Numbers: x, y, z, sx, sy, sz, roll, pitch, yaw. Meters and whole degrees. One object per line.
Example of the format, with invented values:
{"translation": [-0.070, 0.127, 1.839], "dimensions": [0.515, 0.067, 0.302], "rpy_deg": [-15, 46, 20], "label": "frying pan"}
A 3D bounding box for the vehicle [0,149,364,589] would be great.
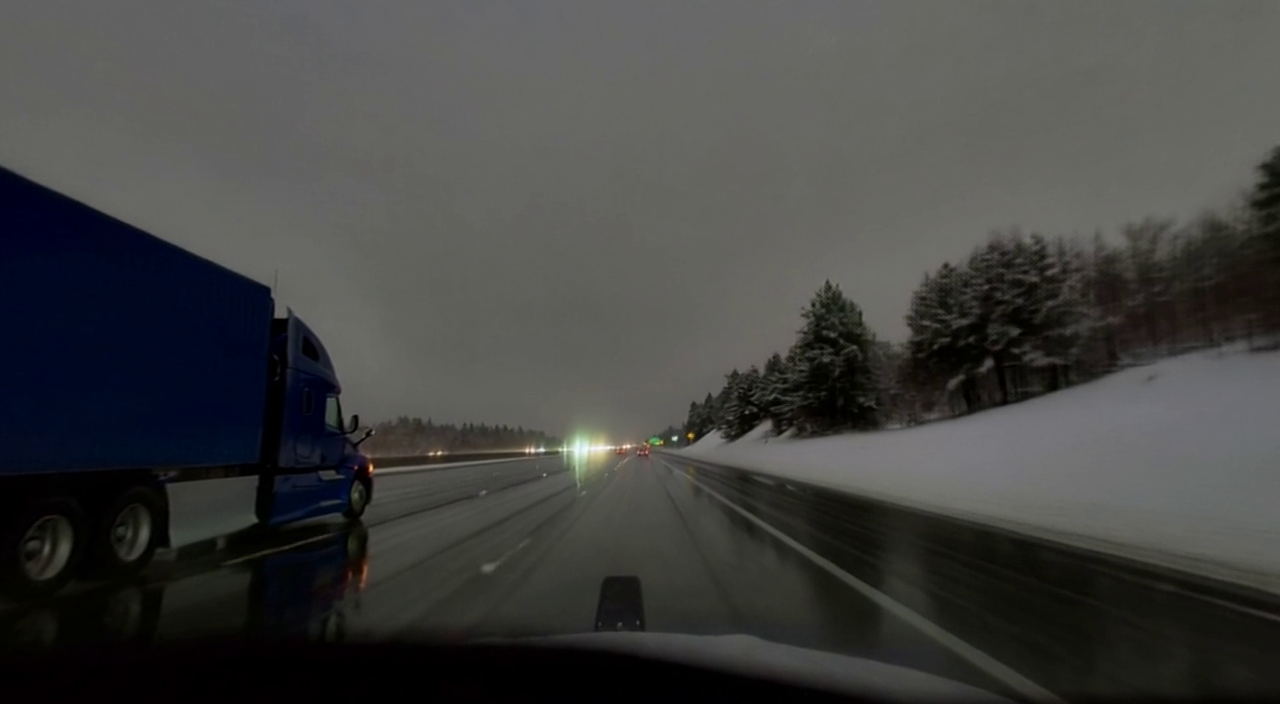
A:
{"translation": [-7.231, 0.537, 8.280], "dimensions": [2.996, 3.947, 8.600], "rpy_deg": [0, -9, 2], "label": "vehicle"}
